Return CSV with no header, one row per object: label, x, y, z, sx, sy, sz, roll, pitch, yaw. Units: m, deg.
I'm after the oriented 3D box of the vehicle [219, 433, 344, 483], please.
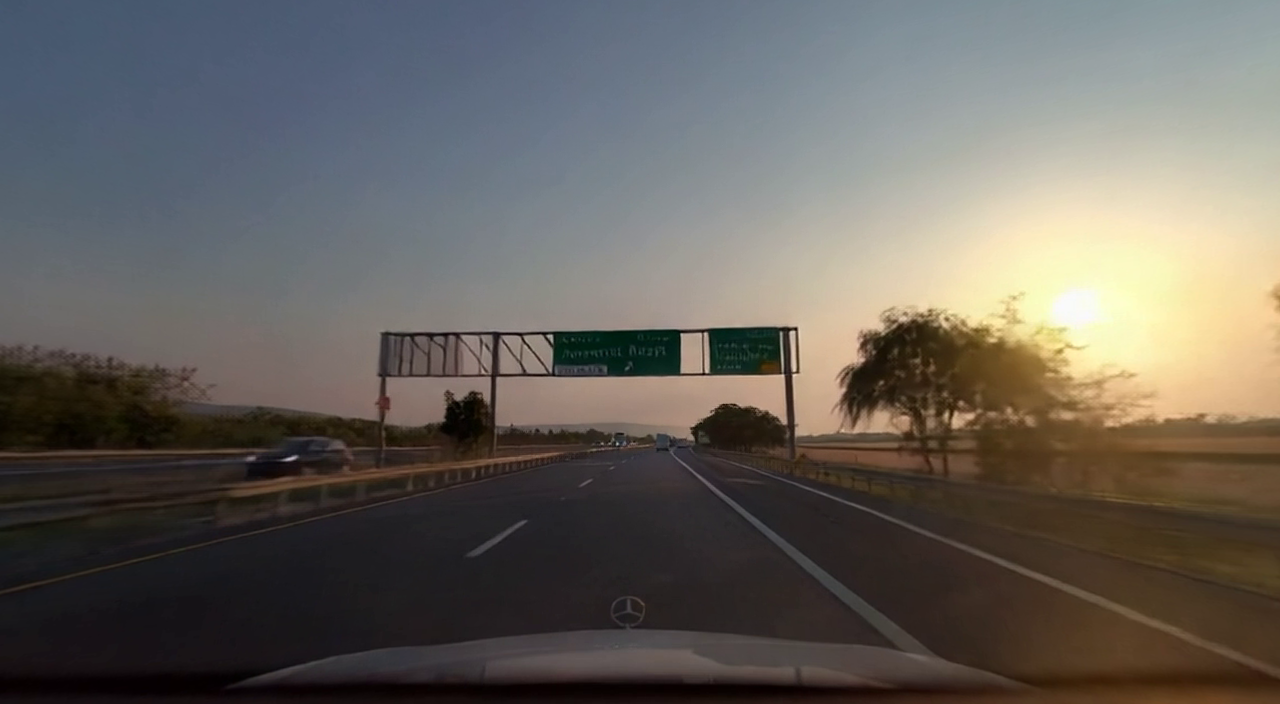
vehicle,-13.369,3.968,23.852,1.941,1.706,4.601,0,-8,1
